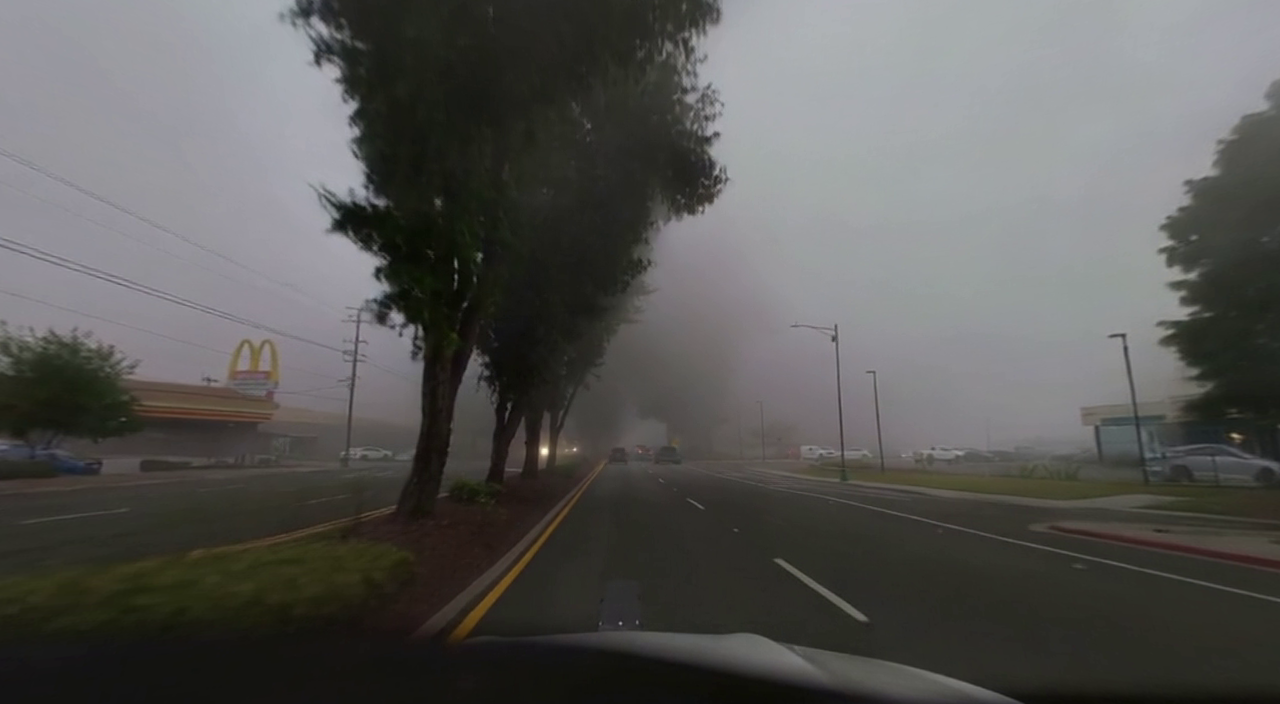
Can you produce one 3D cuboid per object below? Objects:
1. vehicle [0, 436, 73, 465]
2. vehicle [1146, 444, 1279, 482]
[{"bbox_3d":[-46.518,7.400,47.734,2.278,2.065,5.344,1,-8,0],"label":"vehicle"},{"bbox_3d":[24.492,4.603,26.521,2.066,1.467,4.486,5,-10,-31],"label":"vehicle"}]
